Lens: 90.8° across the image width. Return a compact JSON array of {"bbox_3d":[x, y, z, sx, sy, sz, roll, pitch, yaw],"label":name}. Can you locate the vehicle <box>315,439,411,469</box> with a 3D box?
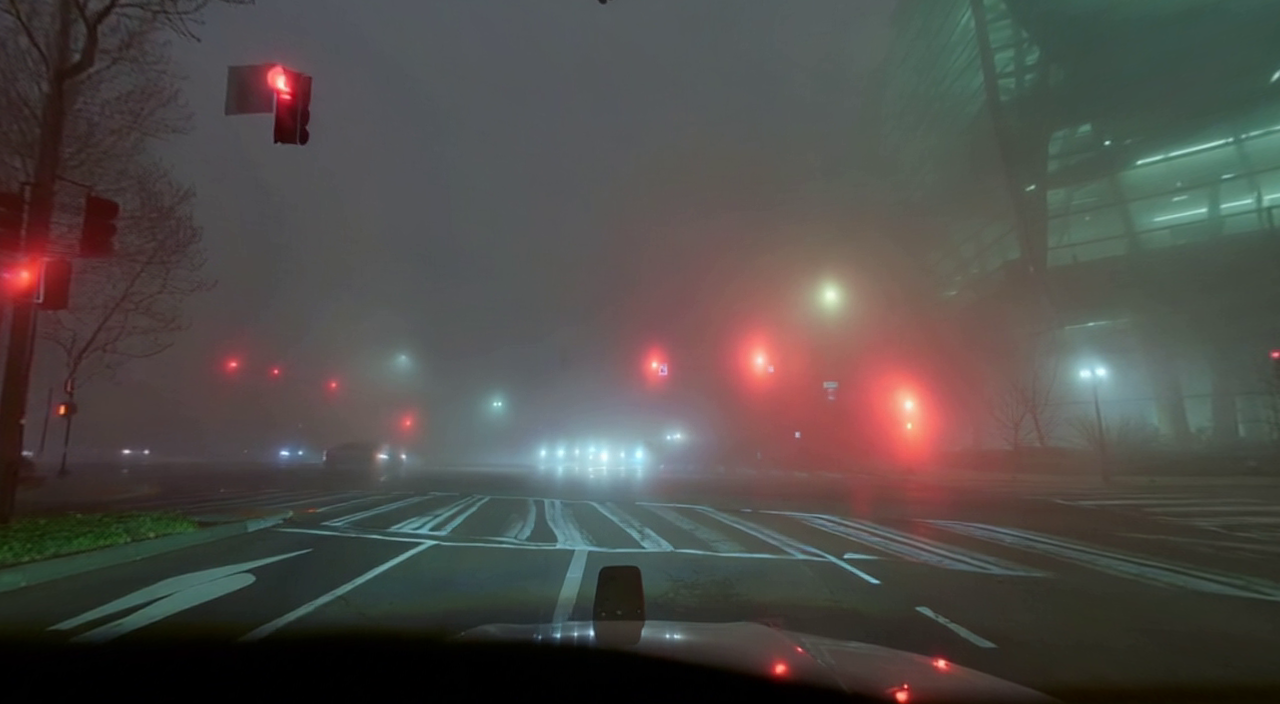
[{"bbox_3d":[-14.961,5.464,34.006,5.408,1.505,2.091,-6,-10,33],"label":"vehicle"}]

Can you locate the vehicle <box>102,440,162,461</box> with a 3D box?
[{"bbox_3d":[-38.674,7.491,48.077,4.380,1.455,1.869,-5,-10,28],"label":"vehicle"}]
